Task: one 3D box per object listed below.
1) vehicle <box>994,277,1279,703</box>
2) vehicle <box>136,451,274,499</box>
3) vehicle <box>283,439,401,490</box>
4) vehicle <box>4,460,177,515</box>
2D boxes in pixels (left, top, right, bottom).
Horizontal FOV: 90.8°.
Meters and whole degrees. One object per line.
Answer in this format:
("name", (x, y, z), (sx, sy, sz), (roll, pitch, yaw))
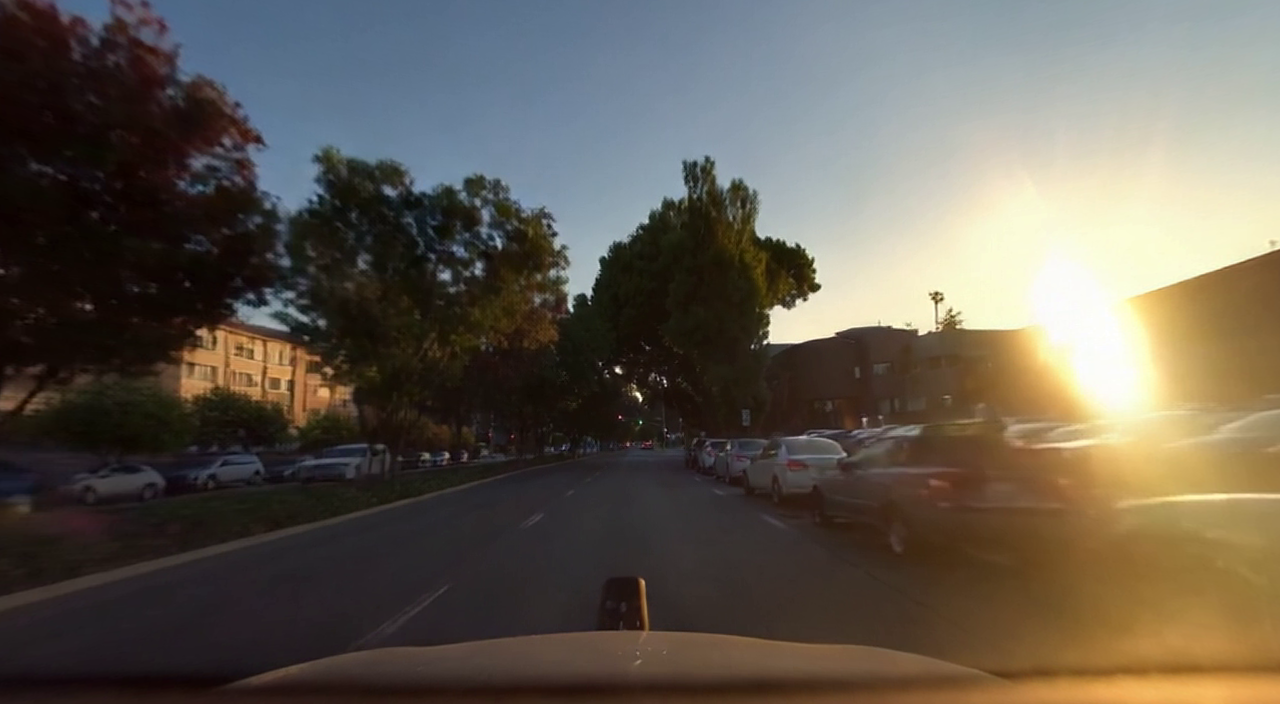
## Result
("vehicle", (3.409, 0.624, 1.990), (1.935, 1.920, 4.397), (0, -8, -1))
("vehicle", (-18.085, 5.096, 26.714), (2.037, 1.694, 5.511), (0, -8, -1))
("vehicle", (-11.251, 4.245, 24.340), (2.127, 1.752, 4.889), (0, -8, 0))
("vehicle", (-17.965, 4.409, 21.026), (1.780, 1.463, 4.573), (0, -8, -2))
